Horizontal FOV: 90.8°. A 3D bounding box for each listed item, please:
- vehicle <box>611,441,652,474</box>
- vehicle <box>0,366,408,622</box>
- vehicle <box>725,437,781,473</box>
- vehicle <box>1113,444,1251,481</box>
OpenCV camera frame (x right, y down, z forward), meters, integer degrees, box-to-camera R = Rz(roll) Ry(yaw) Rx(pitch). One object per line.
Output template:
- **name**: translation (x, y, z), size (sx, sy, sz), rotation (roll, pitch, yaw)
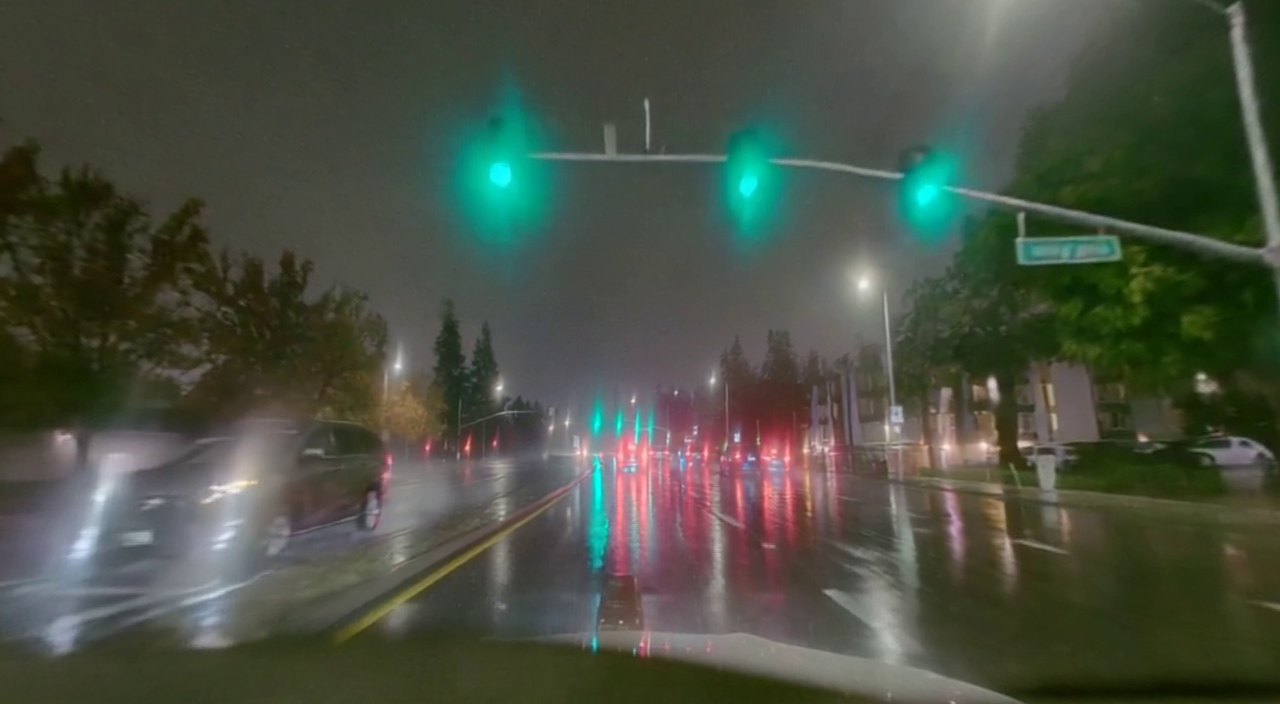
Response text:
- **vehicle**: translation (-0.509, 5.711, 34.415), size (2.101, 1.641, 4.341), rotation (0, -8, -2)
- **vehicle**: translation (-5.189, 1.657, 8.261), size (2.145, 2.041, 6.064), rotation (-2, -9, -1)
- **vehicle**: translation (6.453, 5.982, 36.857), size (2.052, 1.886, 5.297), rotation (0, -8, -3)
- **vehicle**: translation (26.245, 5.349, 30.713), size (4.843, 1.628, 2.063), rotation (0, -8, -3)
